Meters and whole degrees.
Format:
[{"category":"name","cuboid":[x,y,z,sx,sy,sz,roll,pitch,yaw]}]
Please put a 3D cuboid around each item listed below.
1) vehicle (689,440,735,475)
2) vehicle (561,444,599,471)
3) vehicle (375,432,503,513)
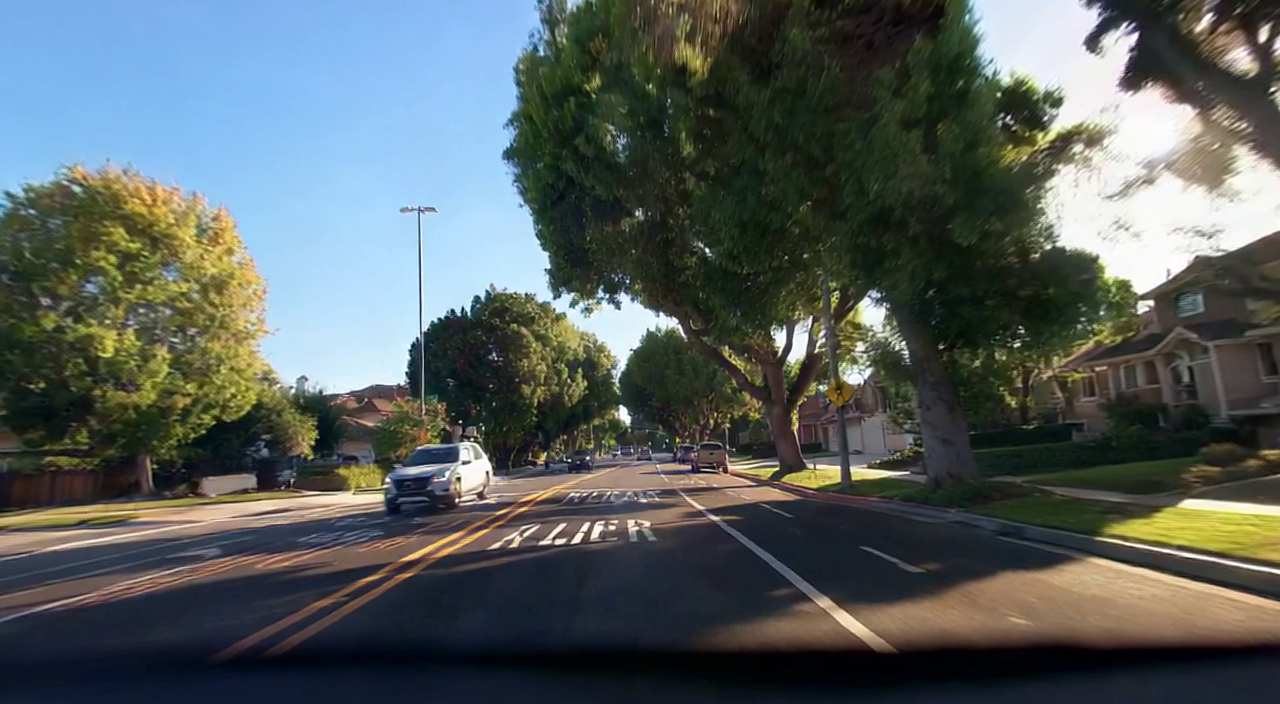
[{"category":"vehicle","cuboid":[3.843,5.739,34.630,2.087,1.725,4.986,0,-9,2]},{"category":"vehicle","cuboid":[-4.312,7.678,46.262,2.091,1.793,5.296,0,-9,2]},{"category":"vehicle","cuboid":[-5.615,3.406,18.372,2.037,1.948,4.621,-4,-9,3]}]
